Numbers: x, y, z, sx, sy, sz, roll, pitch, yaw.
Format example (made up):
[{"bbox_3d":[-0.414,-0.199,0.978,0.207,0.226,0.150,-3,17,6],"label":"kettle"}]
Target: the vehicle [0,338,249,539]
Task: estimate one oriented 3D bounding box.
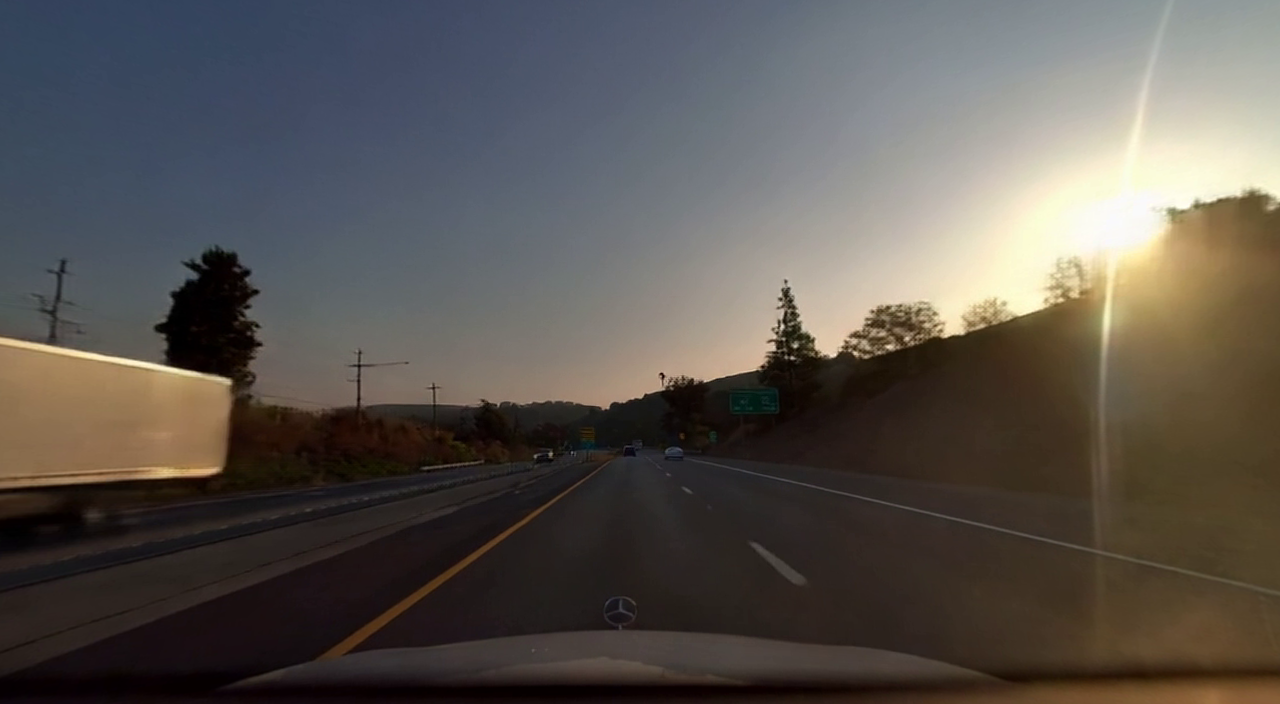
[{"bbox_3d":[-14.379,2.348,16.529,2.857,4.032,8.182,0,-9,-1],"label":"vehicle"}]
